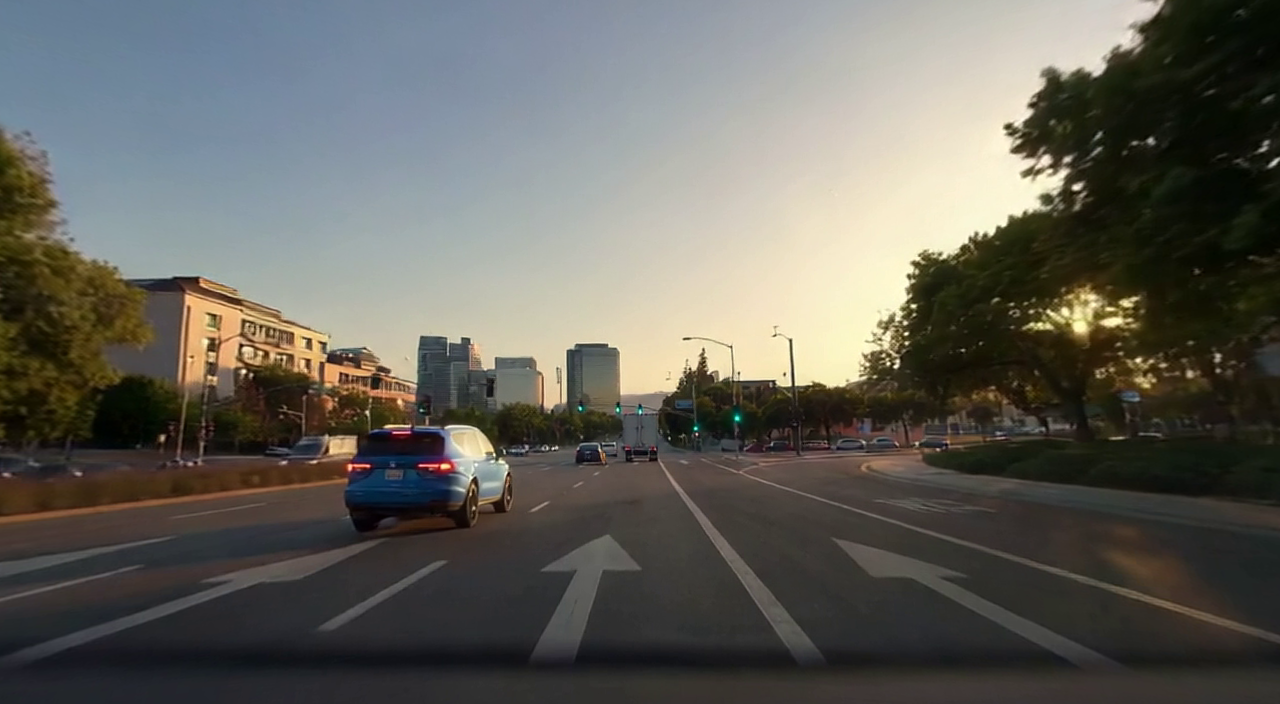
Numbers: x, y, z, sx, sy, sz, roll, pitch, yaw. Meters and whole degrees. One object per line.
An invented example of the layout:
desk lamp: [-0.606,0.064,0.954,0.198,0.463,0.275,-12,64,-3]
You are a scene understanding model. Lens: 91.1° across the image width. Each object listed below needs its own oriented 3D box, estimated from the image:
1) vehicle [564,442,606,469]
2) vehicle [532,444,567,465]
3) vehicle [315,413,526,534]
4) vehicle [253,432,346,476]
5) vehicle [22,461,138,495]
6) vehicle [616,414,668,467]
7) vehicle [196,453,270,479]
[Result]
vehicle: [-3.217,6.122,37.297,2.023,1.483,4.143,0,-9,1]
vehicle: [-6.669,7.582,46.577,1.933,1.477,4.119,0,-9,1]
vehicle: [-3.815,2.229,12.131,2.178,1.826,4.933,0,-9,1]
vehicle: [-21.385,6.439,39.825,2.406,2.509,5.940,0,-9,1]
vehicle: [-28.823,6.451,32.523,1.821,1.496,4.489,0,-9,1]
vehicle: [0.198,5.614,39.689,2.993,3.051,6.692,0,-9,2]
vehicle: [-28.626,8.017,44.376,2.028,1.652,4.607,0,-9,1]
